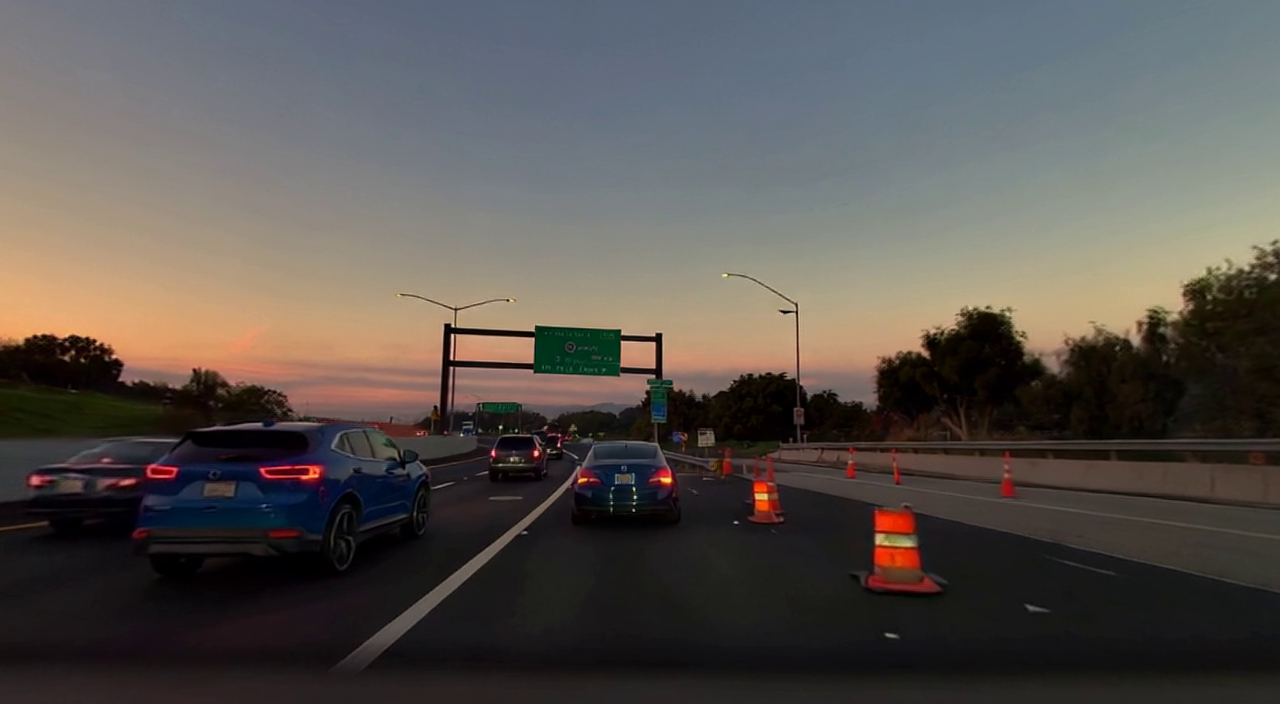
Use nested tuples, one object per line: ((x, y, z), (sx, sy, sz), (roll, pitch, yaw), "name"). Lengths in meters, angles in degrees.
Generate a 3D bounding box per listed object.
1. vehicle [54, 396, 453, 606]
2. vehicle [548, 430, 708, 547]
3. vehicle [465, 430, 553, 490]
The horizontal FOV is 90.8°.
((-3.785, 1.520, 7.293), (2.025, 1.708, 4.089), (0, -9, -1), "vehicle")
((-0.217, 2.067, 10.219), (2.069, 1.484, 3.982), (0, -9, -2), "vehicle")
((-4.061, 3.418, 20.258), (1.982, 1.727, 4.057), (0, -9, -1), "vehicle")
